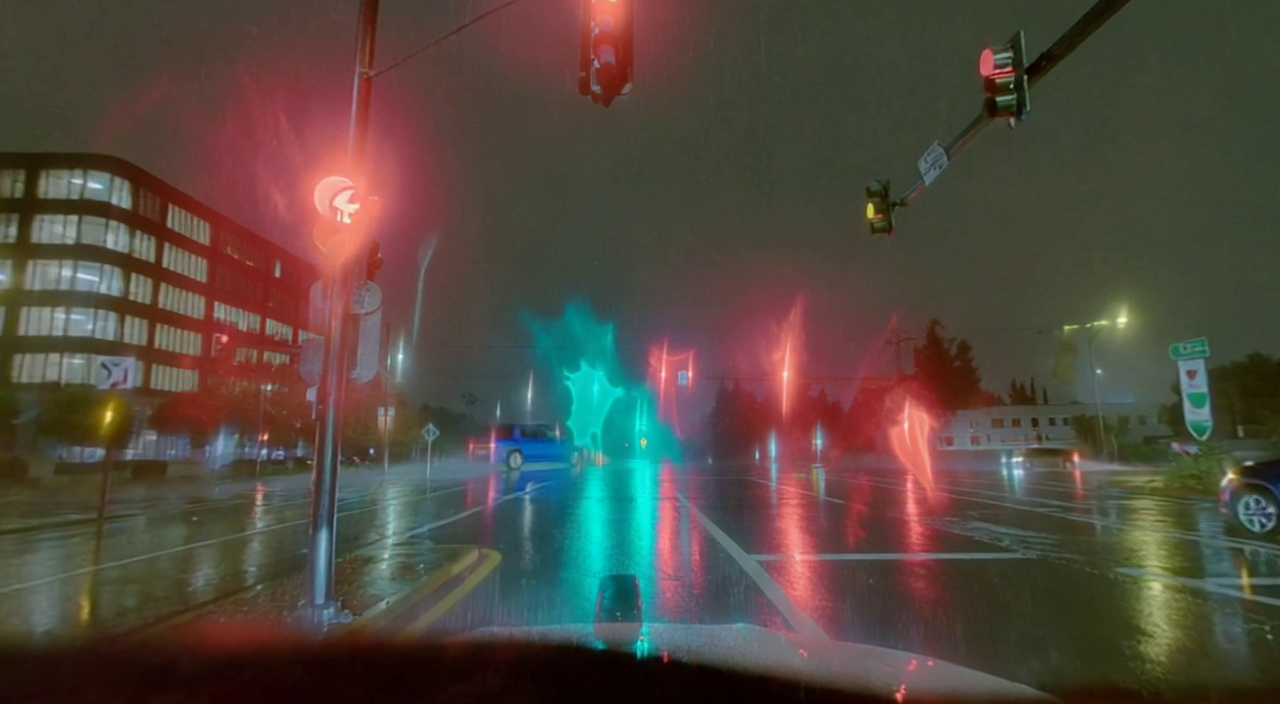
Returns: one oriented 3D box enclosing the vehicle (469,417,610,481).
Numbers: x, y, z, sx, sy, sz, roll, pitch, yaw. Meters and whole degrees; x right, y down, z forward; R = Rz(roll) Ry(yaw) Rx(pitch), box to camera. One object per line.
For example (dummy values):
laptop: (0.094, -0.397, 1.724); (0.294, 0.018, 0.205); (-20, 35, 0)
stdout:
vehicle: (-5.270, 5.190, 33.822); (7.088, 3.096, 2.678); (7, -11, -39)

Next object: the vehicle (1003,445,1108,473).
vehicle: (24.305, 6.280, 36.755); (4.736, 1.542, 1.966); (0, -9, -2)
